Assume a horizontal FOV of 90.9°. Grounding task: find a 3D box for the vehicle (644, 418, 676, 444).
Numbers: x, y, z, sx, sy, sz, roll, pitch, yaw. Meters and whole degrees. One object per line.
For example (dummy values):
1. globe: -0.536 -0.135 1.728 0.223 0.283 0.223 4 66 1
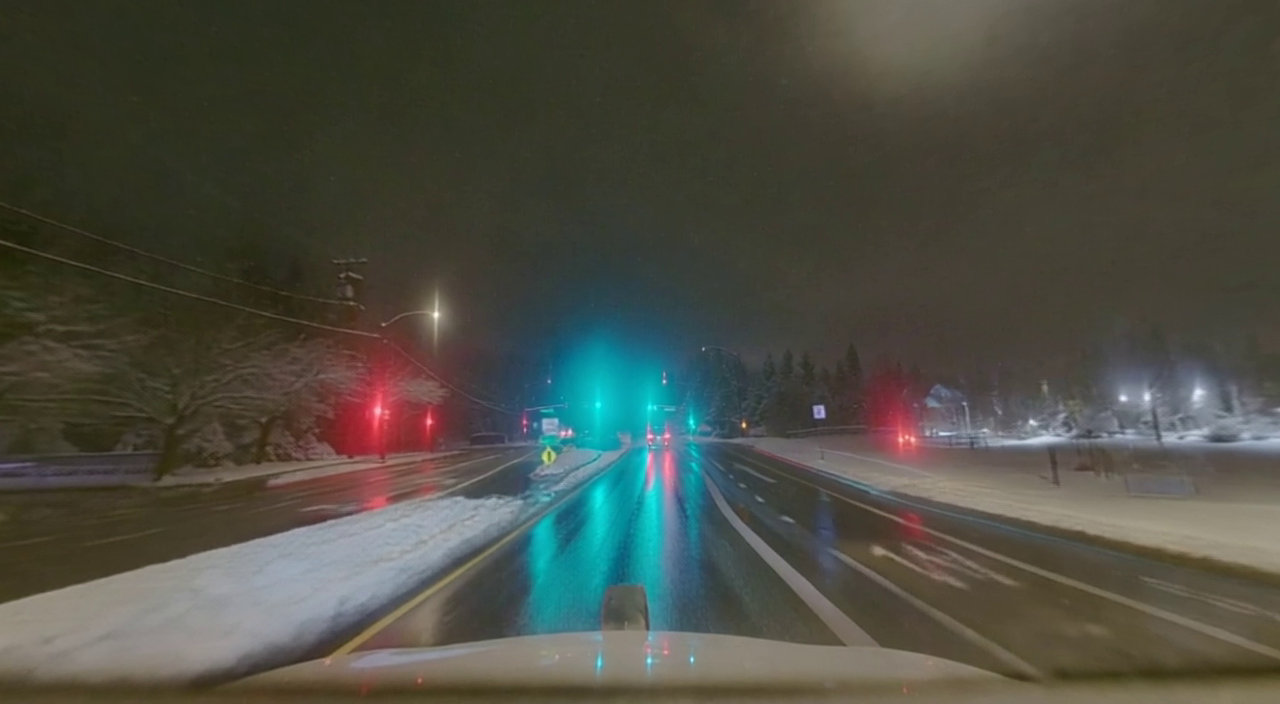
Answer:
1. vehicle: 1.541 6.287 49.880 2.371 1.926 5.099 0 -8 0
